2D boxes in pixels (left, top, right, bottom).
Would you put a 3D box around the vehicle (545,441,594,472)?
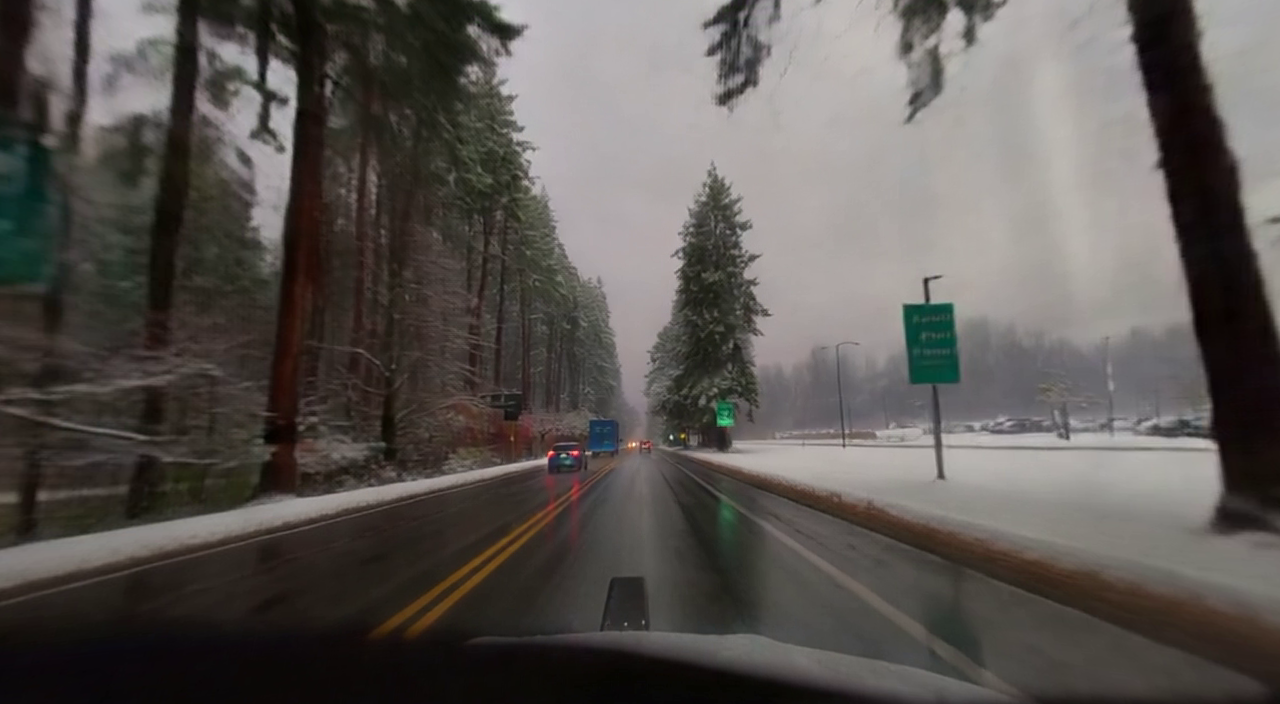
[{"bbox_3d":[-3.568,5.349,32.587,2.005,1.462,4.345,0,-8,1],"label":"vehicle"}]
